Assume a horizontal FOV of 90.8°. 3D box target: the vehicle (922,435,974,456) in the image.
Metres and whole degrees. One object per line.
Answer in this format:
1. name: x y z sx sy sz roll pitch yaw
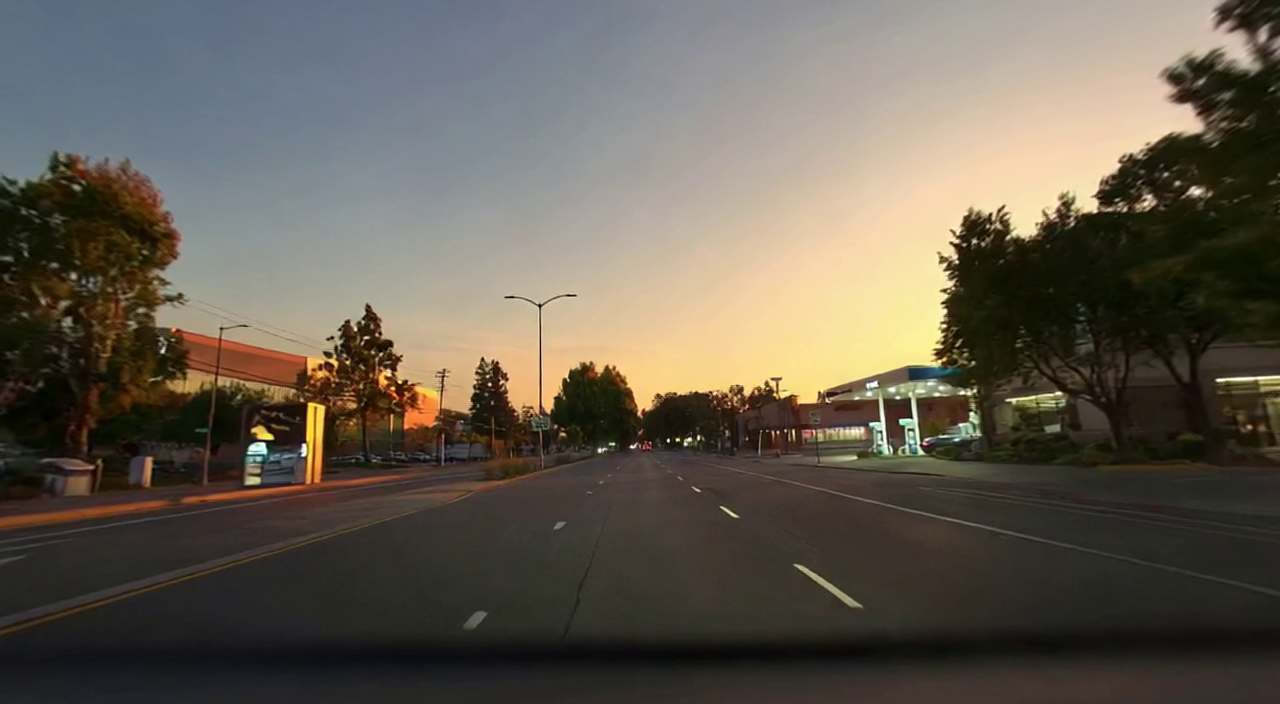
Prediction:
1. vehicle: 23.236 7.102 47.860 1.747 1.371 4.368 -3 -10 0

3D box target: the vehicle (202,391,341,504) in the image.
1. vehicle: -12.310 3.218 21.405 2.509 3.502 3.191 -1 -8 2
